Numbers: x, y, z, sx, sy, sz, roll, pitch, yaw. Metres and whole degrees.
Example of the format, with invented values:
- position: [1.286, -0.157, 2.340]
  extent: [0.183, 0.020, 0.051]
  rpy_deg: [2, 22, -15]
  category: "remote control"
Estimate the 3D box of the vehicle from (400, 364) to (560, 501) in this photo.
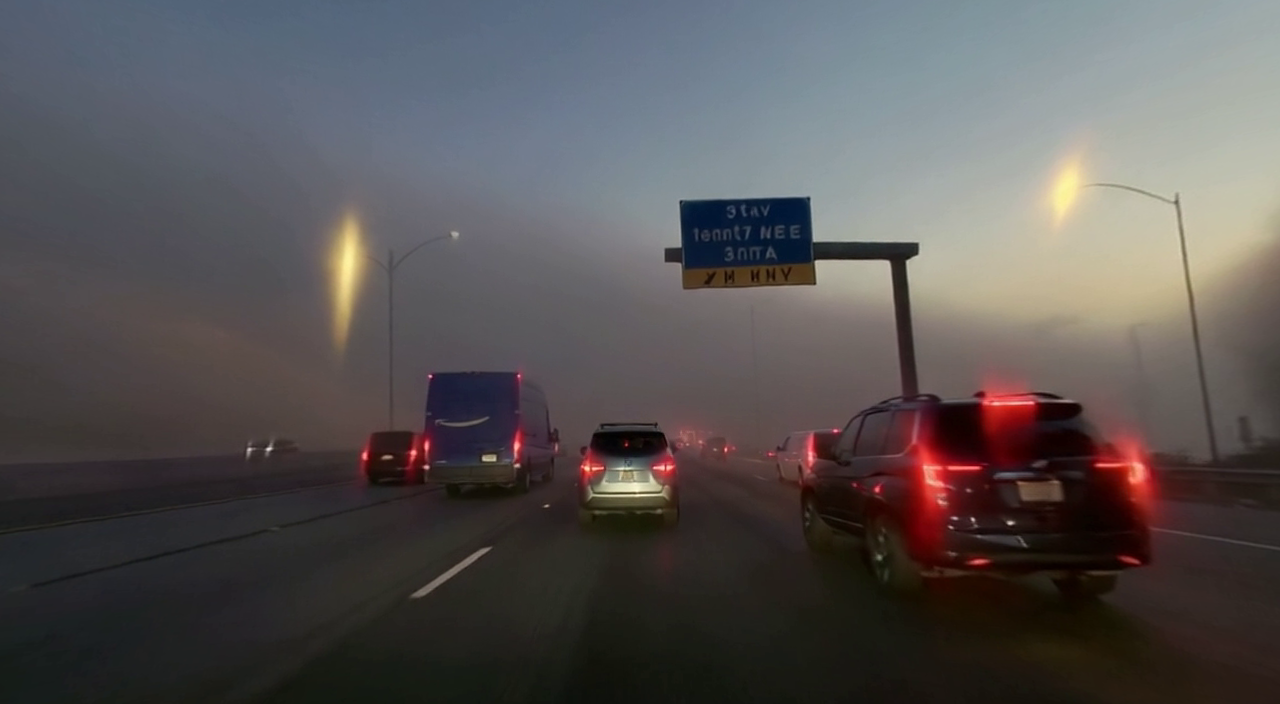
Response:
- position: [-3.722, 2.152, 16.403]
  extent: [2.415, 2.821, 6.636]
  rpy_deg: [0, -9, 0]
  category: "vehicle"

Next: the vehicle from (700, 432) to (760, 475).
- position: [3.926, 4.512, 28.196]
  extent: [2.064, 1.720, 4.416]
  rpy_deg: [0, -8, 0]
  category: "vehicle"

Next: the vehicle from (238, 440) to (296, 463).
- position: [-26.259, 6.988, 44.492]
  extent: [1.684, 1.517, 3.805]
  rpy_deg: [0, -9, 0]
  category: "vehicle"

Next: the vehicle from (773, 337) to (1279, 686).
- position: [3.057, 1.238, 6.061]
  extent: [2.341, 1.890, 5.144]
  rpy_deg: [1, -9, -1]
  category: "vehicle"

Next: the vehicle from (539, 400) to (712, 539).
- position: [-0.182, 1.887, 10.629]
  extent: [2.287, 1.823, 4.369]
  rpy_deg: [0, -8, 0]
  category: "vehicle"
